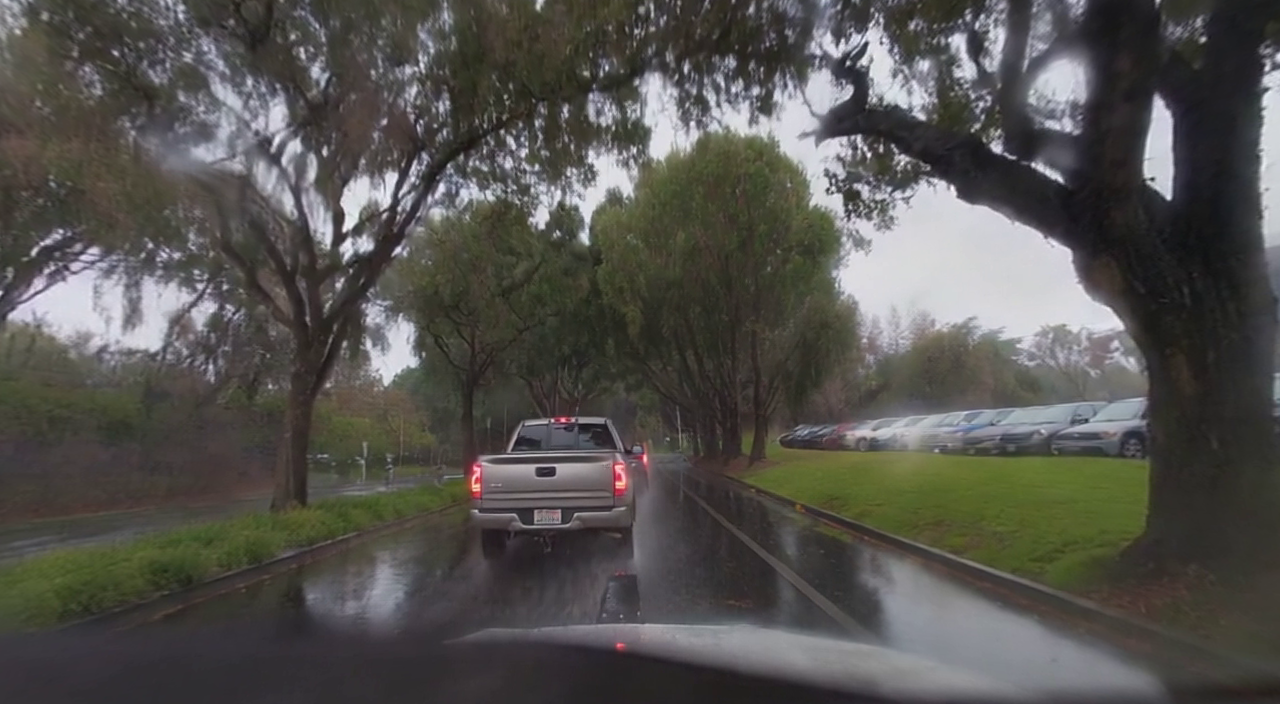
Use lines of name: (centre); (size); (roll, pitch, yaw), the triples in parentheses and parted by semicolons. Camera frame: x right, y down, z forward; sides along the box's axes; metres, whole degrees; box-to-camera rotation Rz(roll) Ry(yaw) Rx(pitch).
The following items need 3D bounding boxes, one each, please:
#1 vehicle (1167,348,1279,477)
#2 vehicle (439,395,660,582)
vehicle: (12.560, 1.122, 10.636); (5.191, 1.983, 2.335); (1, -8, 2)
vehicle: (-0.834, 1.703, 8.773); (2.157, 1.816, 5.039); (0, -8, 1)
